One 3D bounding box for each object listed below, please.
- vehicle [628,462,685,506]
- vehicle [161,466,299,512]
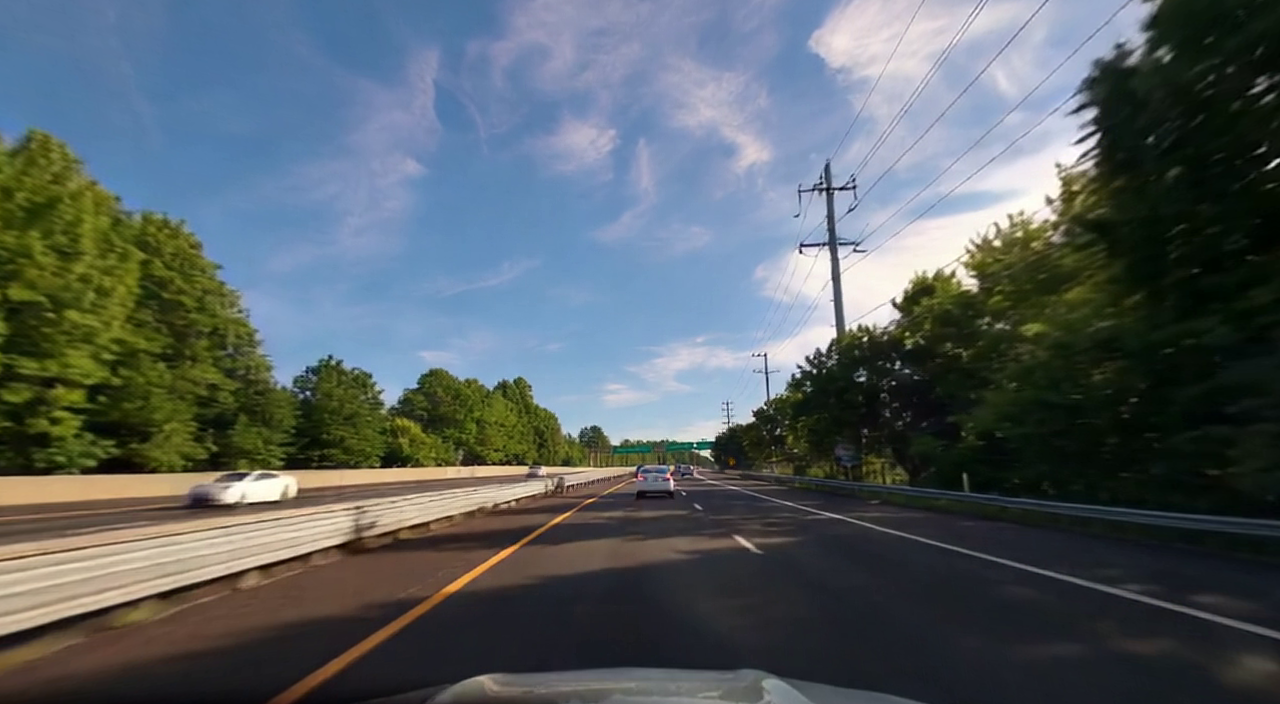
[{"bbox_3d":[0.592,4.973,24.017,1.987,1.480,3.786,1,-10,1],"label":"vehicle"},{"bbox_3d":[-14.567,4.879,22.745,1.895,1.425,4.524,1,-10,0],"label":"vehicle"}]
